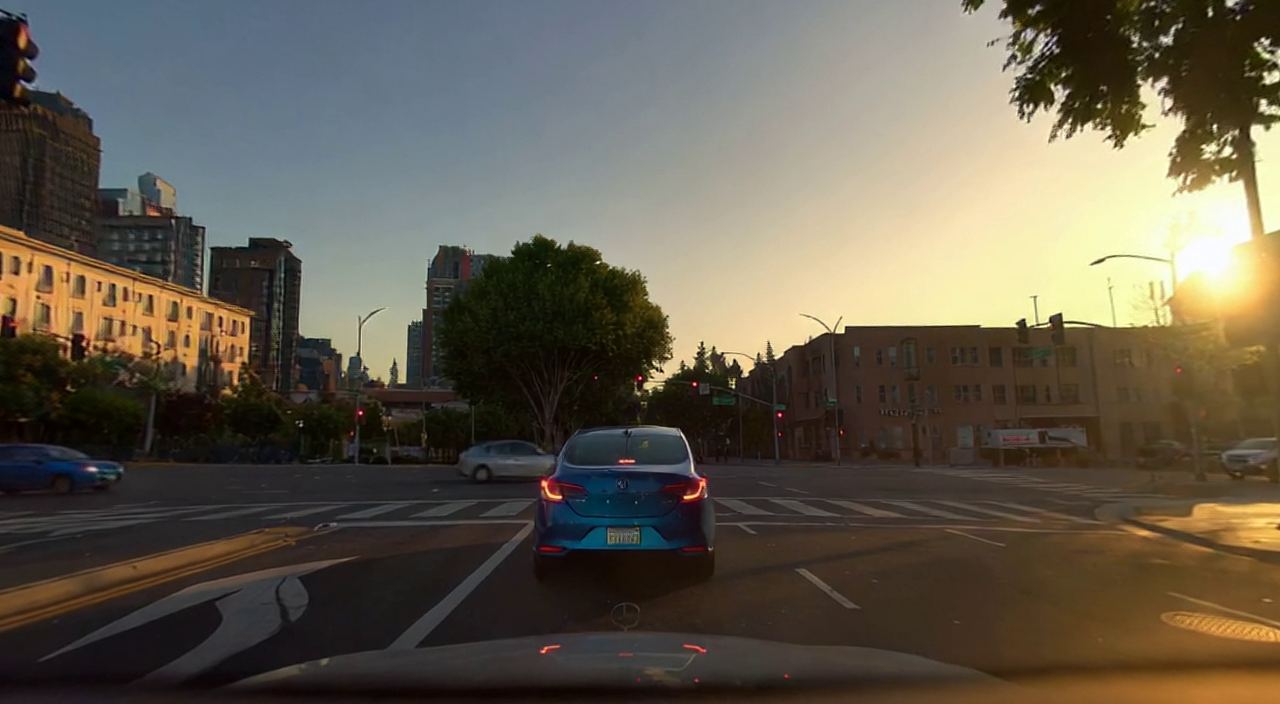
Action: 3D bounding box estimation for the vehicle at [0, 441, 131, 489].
[{"bbox_3d":[-21.615,4.025,22.661,4.891,1.591,2.067,0,-8,0],"label":"vehicle"}]

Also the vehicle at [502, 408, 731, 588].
[{"bbox_3d":[-0.243,1.611,7.760,2.066,1.618,3.922,0,-8,-1],"label":"vehicle"}]
